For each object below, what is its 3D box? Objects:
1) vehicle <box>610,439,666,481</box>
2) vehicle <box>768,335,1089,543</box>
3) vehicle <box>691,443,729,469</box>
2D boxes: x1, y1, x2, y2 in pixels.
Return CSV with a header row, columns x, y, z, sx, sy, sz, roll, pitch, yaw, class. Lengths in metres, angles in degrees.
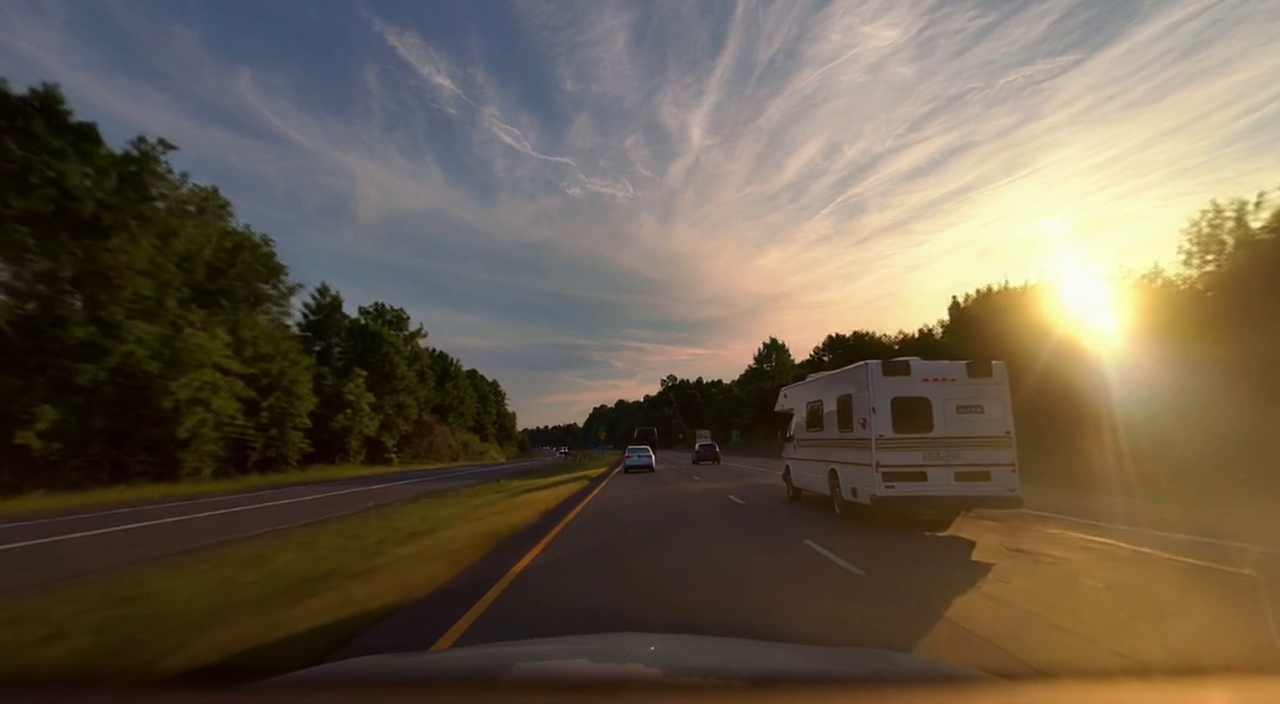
x,y,z,sx,sy,sz,roll,pitch,yaw,class
-0.118,4.426,25.985,2.120,1.575,4.018,0,-9,-1,vehicle
4.630,1.706,12.156,2.745,2.832,7.035,0,-9,-1,vehicle
4.036,6.075,36.882,1.757,1.459,3.398,0,-9,-1,vehicle
